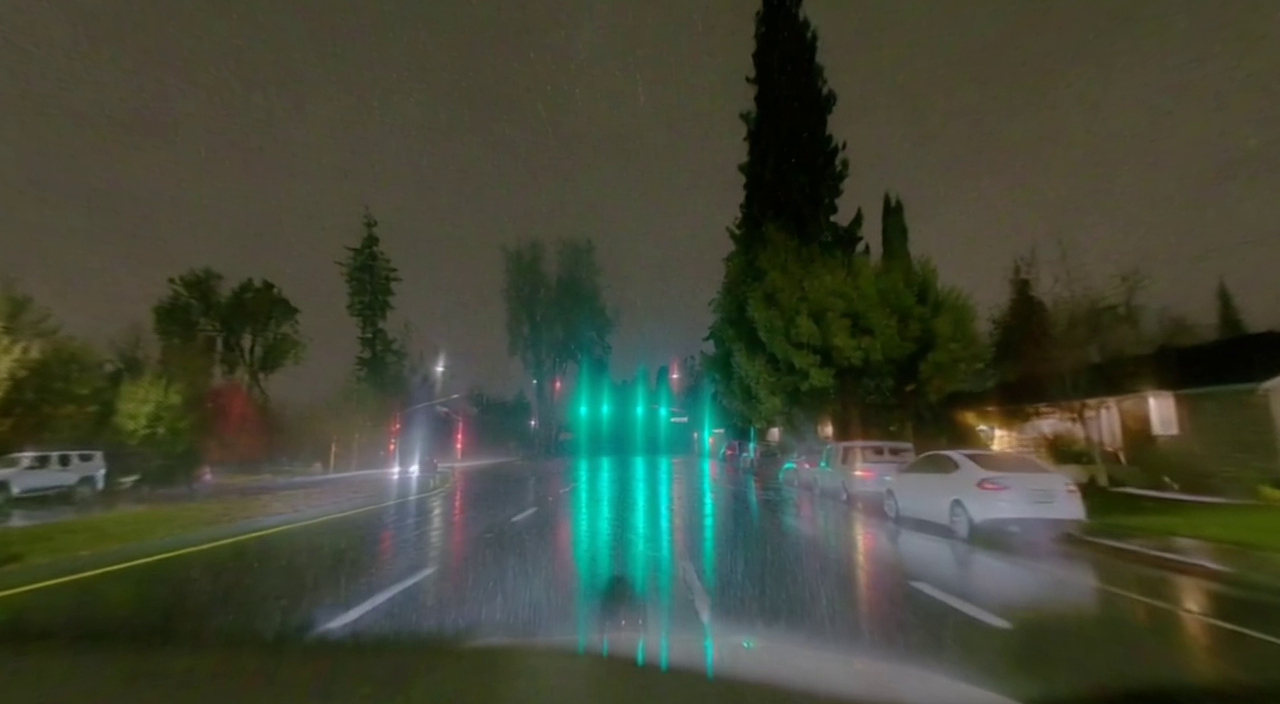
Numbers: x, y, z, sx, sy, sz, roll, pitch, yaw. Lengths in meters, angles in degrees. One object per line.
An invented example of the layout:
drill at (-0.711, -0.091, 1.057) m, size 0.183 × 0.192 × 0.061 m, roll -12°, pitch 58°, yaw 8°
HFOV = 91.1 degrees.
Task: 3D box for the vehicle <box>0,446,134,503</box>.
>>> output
vehicle at (-21.678, 4.420, 23.171) m, size 2.001 × 1.839 × 4.669 m, roll 0°, pitch -9°, yaw 0°

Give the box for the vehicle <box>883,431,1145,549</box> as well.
vehicle at (6.223, 2.314, 11.234) m, size 1.918 × 1.662 × 4.393 m, roll 0°, pitch -9°, yaw -1°

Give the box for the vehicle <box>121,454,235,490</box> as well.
vehicle at (-21.511, 5.564, 29.511) m, size 1.842 × 1.496 × 4.614 m, roll 0°, pitch -9°, yaw 1°

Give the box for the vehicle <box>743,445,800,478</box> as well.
vehicle at (6.468, 5.401, 31.313) m, size 1.901 × 1.470 × 4.580 m, roll 0°, pitch -9°, yaw 1°

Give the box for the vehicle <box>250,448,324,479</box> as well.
vehicle at (-21.488, 6.764, 38.413) m, size 1.933 × 1.733 × 4.518 m, roll 0°, pitch -9°, yaw -1°

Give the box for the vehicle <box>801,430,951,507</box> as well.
vehicle at (6.212, 3.133, 17.314) m, size 2.112 × 1.788 × 4.933 m, roll 0°, pitch -9°, yaw -1°
